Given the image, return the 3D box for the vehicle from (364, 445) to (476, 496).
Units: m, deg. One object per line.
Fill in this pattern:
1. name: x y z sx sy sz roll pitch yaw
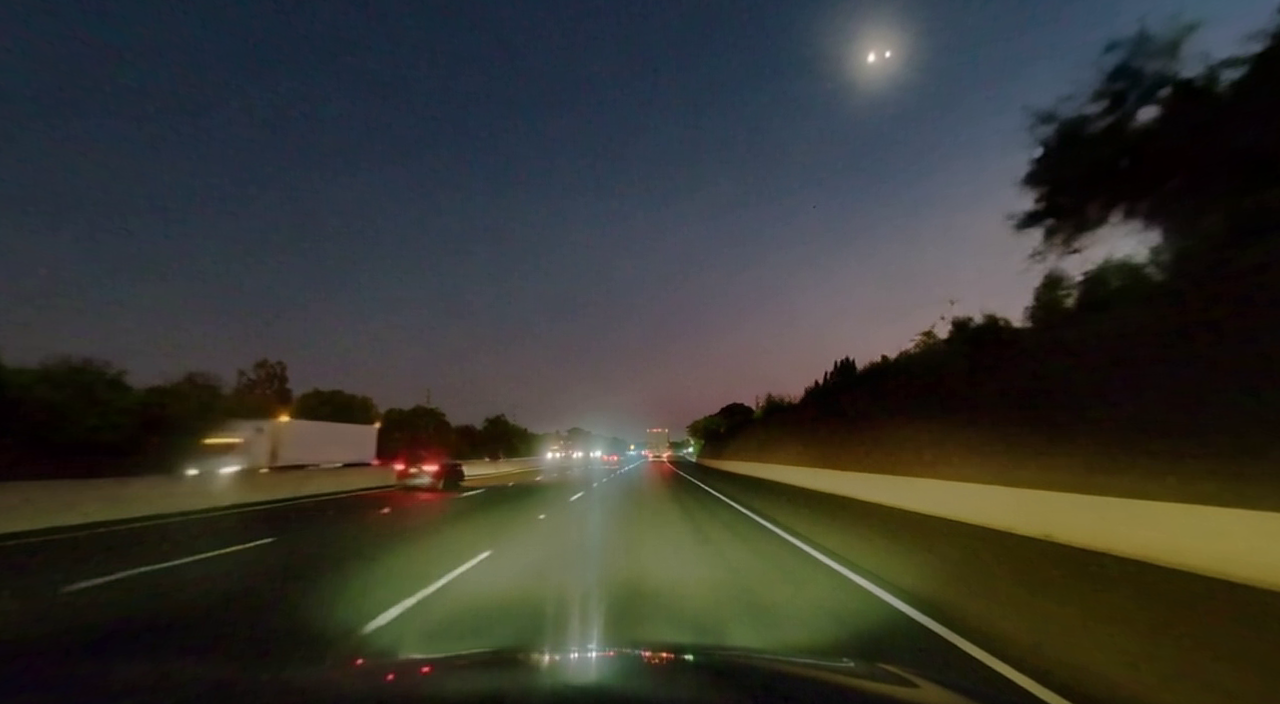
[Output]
1. vehicle: -7.195 3.910 21.163 2.031 1.521 4.503 0 -9 1

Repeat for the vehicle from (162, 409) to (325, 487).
1. vehicle: -22.860 5.697 37.382 2.991 3.954 10.063 0 -9 1
